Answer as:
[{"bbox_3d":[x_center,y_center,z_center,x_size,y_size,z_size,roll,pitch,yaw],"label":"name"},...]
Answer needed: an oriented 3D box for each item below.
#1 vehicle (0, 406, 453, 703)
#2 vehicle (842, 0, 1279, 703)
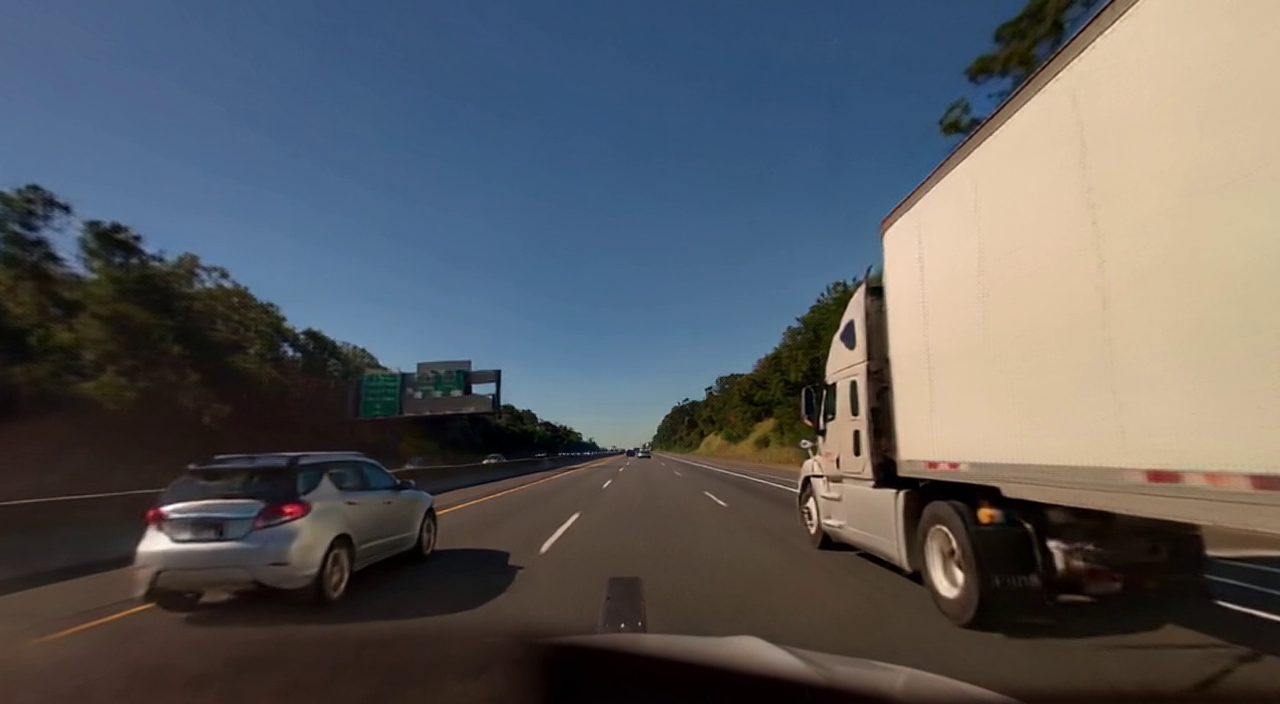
[{"bbox_3d":[-3.249,1.348,5.029,2.054,1.475,4.708,0,-9,0],"label":"vehicle"},{"bbox_3d":[3.759,-0.042,3.611,3.010,3.907,5.999,0,-9,-1],"label":"vehicle"}]
